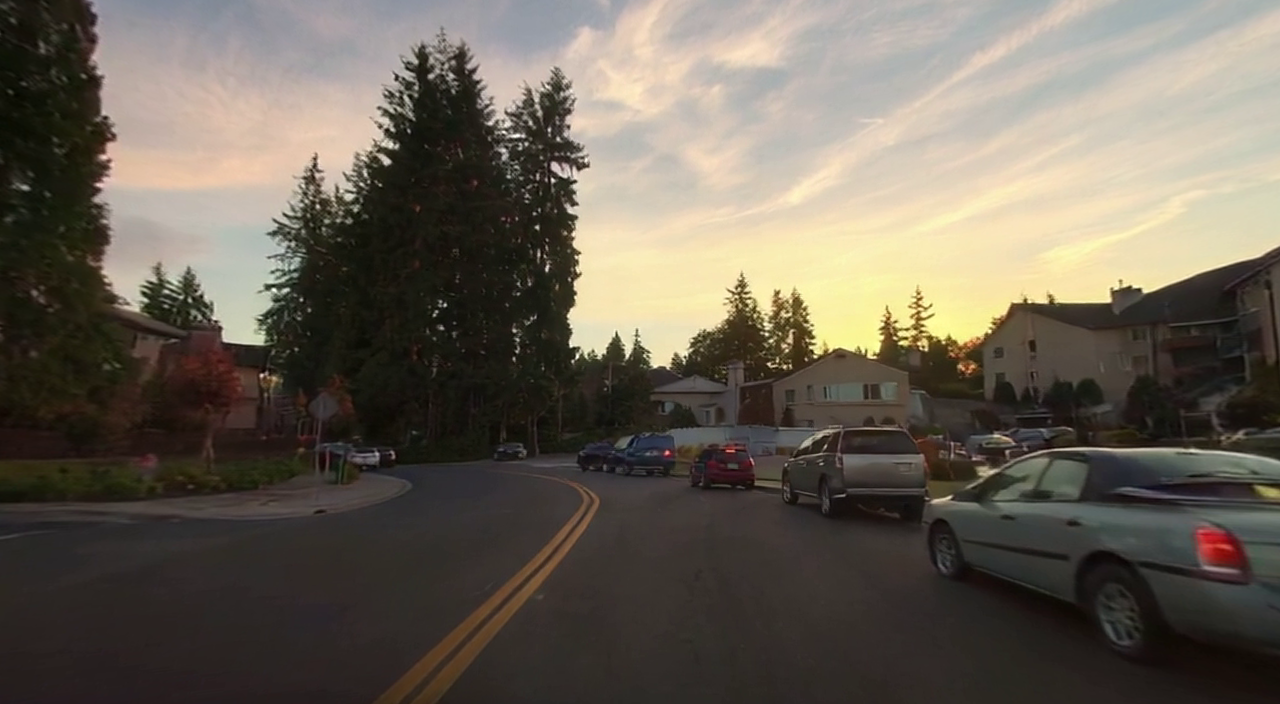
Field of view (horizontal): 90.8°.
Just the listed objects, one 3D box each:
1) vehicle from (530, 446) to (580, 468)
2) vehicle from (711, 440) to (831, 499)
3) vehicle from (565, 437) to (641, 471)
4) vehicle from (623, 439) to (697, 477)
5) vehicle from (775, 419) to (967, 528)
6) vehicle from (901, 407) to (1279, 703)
[{"bbox_3d":[-6.202,7.547,45.669,1.789,1.504,4.435,6,-10,-33],"label":"vehicle"},{"bbox_3d":[3.676,3.400,18.724,1.844,1.501,4.635,2,-9,-10],"label":"vehicle"},{"bbox_3d":[-2.374,6.217,38.767,2.511,1.904,6.143,4,-10,-25],"label":"vehicle"},{"bbox_3d":[0.894,5.208,31.245,1.967,1.698,4.649,3,-9,-21],"label":"vehicle"},{"bbox_3d":[4.341,2.356,12.826,1.922,1.785,4.513,1,-9,-4],"label":"vehicle"},{"bbox_3d":[3.913,1.292,4.692,2.046,1.502,4.767,0,-9,2],"label":"vehicle"}]
